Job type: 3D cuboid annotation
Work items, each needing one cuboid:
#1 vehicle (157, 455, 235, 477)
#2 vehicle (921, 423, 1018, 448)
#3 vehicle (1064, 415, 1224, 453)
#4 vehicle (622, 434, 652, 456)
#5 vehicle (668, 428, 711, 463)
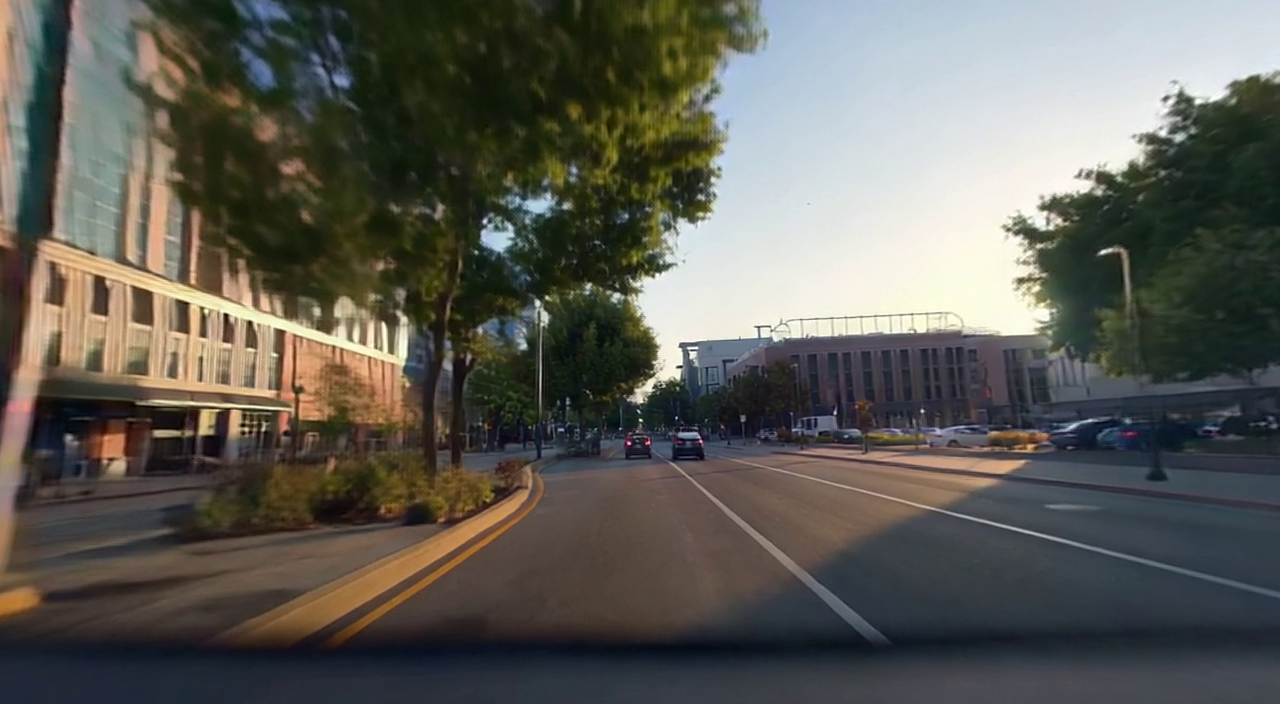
[{"bbox_3d":[-30.104,7.720,42.907,4.040,1.389,1.664,0,-8,-1],"label":"vehicle"},{"bbox_3d":[20.393,5.204,39.236,4.813,1.483,2.129,0,-8,0],"label":"vehicle"},{"bbox_3d":[20.093,3.299,25.353,4.619,1.447,2.054,0,-8,1],"label":"vehicle"},{"bbox_3d":[-0.228,6.745,45.750,2.110,1.476,4.294,0,-8,0],"label":"vehicle"},{"bbox_3d":[2.549,4.950,33.384,2.100,1.683,4.231,-1,-8,3],"label":"vehicle"}]
